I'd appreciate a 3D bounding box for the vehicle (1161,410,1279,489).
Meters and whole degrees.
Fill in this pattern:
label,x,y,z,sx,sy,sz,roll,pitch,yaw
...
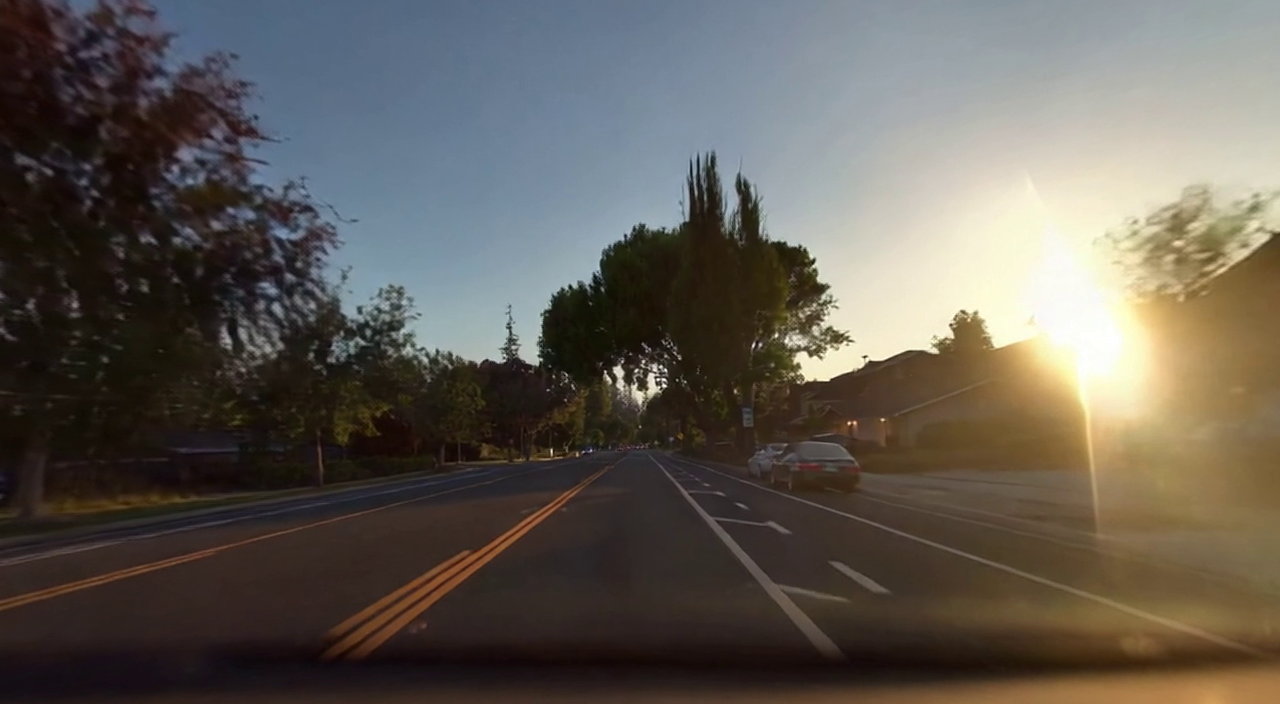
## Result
label,x,y,z,sx,sy,sz,roll,pitch,yaw
vehicle,14.657,2.136,14.468,4.268,1.508,1.861,-1,-7,-14

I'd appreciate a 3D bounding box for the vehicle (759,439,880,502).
label,x,y,z,sx,sy,sz,roll,pitch,yaw
vehicle,4.962,3.330,18.254,1.995,1.553,4.628,0,-9,-2

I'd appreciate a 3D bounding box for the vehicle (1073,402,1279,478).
label,x,y,z,sx,sy,sz,roll,pitch,yaw
vehicle,14.605,2.416,17.253,4.263,1.871,2.103,2,-9,-13
